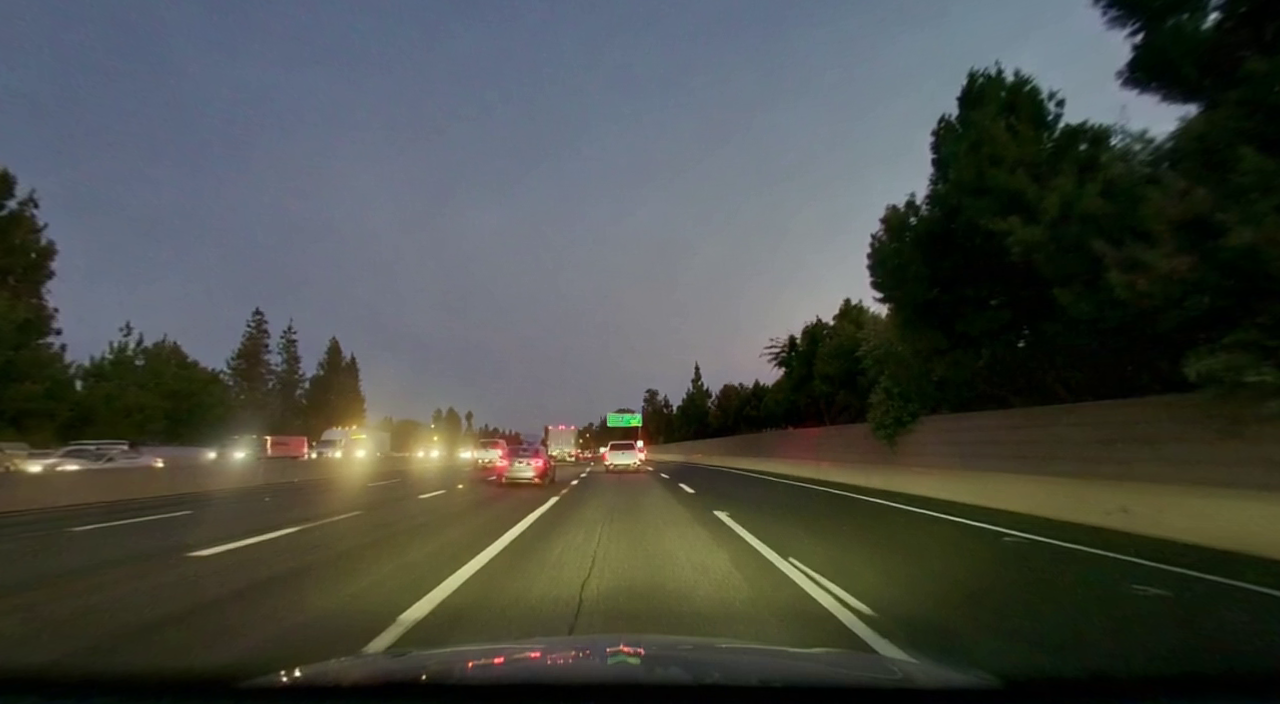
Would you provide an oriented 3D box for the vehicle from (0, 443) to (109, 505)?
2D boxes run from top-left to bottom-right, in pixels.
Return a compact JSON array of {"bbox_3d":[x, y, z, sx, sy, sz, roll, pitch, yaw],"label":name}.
[{"bbox_3d":[-16.396,3.075,16.133,1.849,1.473,4.487,0,-8,-3],"label":"vehicle"}]

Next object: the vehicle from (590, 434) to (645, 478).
[{"bbox_3d":[-0.913,4.230,25.893,2.092,1.671,3.772,0,-8,-2],"label":"vehicle"}]

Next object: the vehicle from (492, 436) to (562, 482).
[{"bbox_3d":[-4.311,4.152,24.736,2.005,1.631,4.295,0,-8,-1],"label":"vehicle"}]

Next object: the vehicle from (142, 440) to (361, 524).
[{"bbox_3d":[-7.908,2.644,13.480,1.896,1.465,4.399,0,-8,-1],"label":"vehicle"}]

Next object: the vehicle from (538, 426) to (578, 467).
[{"bbox_3d":[-5.587,6.527,43.765,2.279,2.672,5.256,0,-8,-2],"label":"vehicle"}]

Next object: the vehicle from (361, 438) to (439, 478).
[{"bbox_3d":[-11.854,5.257,31.581,2.079,1.807,5.187,0,-8,-2],"label":"vehicle"}]
